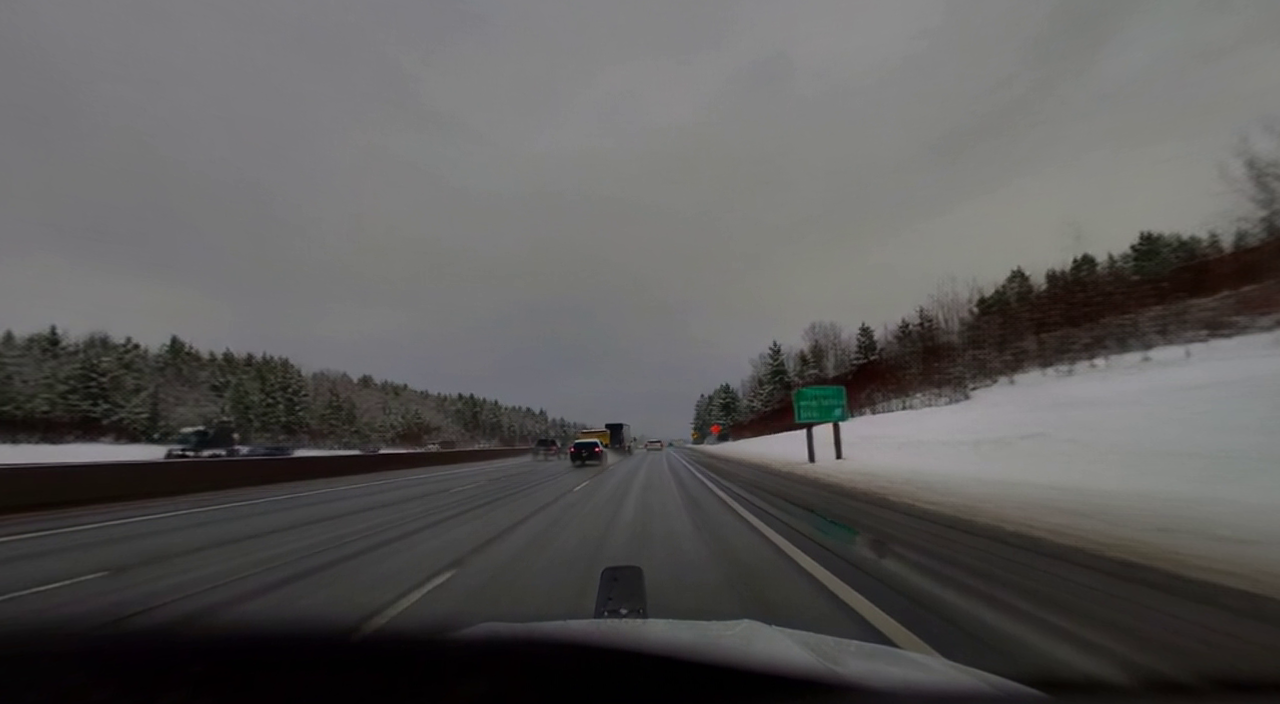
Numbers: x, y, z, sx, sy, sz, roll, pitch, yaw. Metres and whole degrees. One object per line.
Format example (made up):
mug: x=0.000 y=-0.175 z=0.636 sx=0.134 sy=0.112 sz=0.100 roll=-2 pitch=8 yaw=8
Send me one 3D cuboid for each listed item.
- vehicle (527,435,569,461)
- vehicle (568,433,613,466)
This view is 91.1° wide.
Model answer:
vehicle: x=-6.476 y=6.838 z=44.644 sx=2.078 sy=1.729 sz=4.722 roll=0 pitch=-8 yaw=2
vehicle: x=-2.785 y=5.587 z=36.148 sx=2.194 sy=1.766 sz=3.720 roll=0 pitch=-8 yaw=1
